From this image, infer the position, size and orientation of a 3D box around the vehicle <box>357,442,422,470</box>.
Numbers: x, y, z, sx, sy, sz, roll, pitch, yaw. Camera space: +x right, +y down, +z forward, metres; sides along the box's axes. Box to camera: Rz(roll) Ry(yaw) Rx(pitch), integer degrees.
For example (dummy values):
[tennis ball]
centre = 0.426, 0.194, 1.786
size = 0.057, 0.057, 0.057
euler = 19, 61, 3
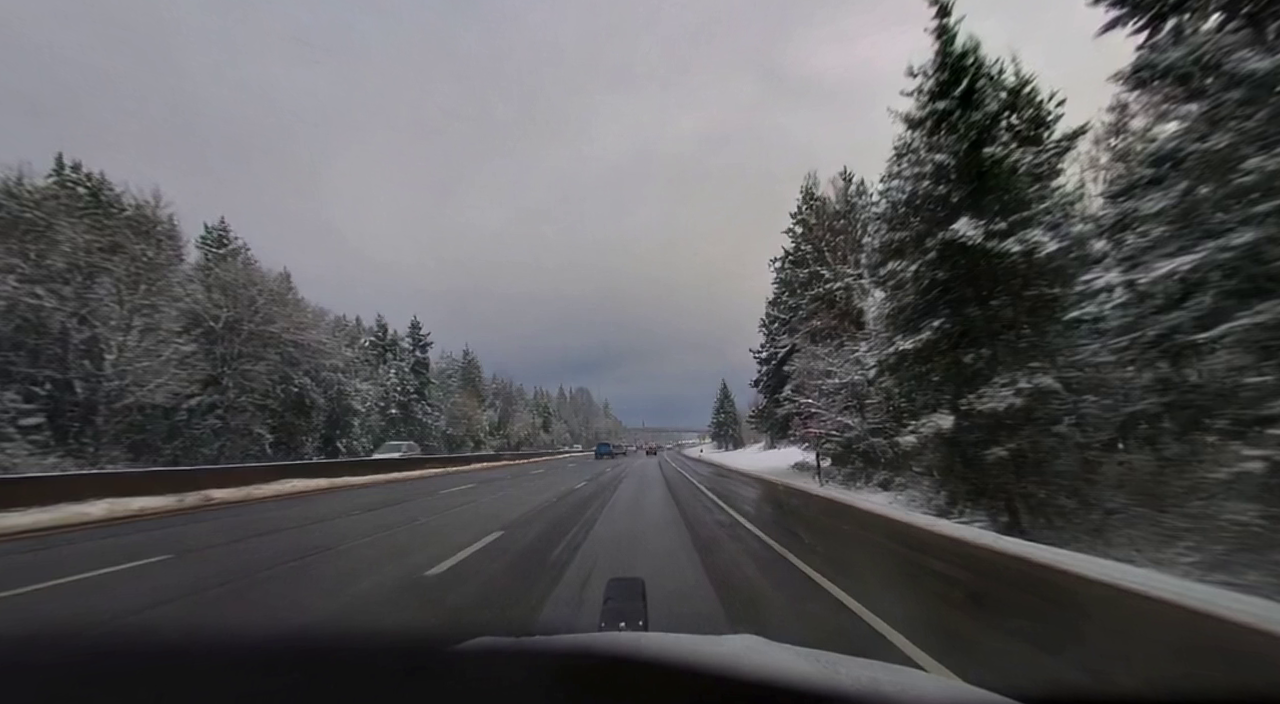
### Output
[vehicle]
centre = -16.605, 6.935, 42.101
size = 2.133, 1.740, 5.122
euler = 0, -8, 1
